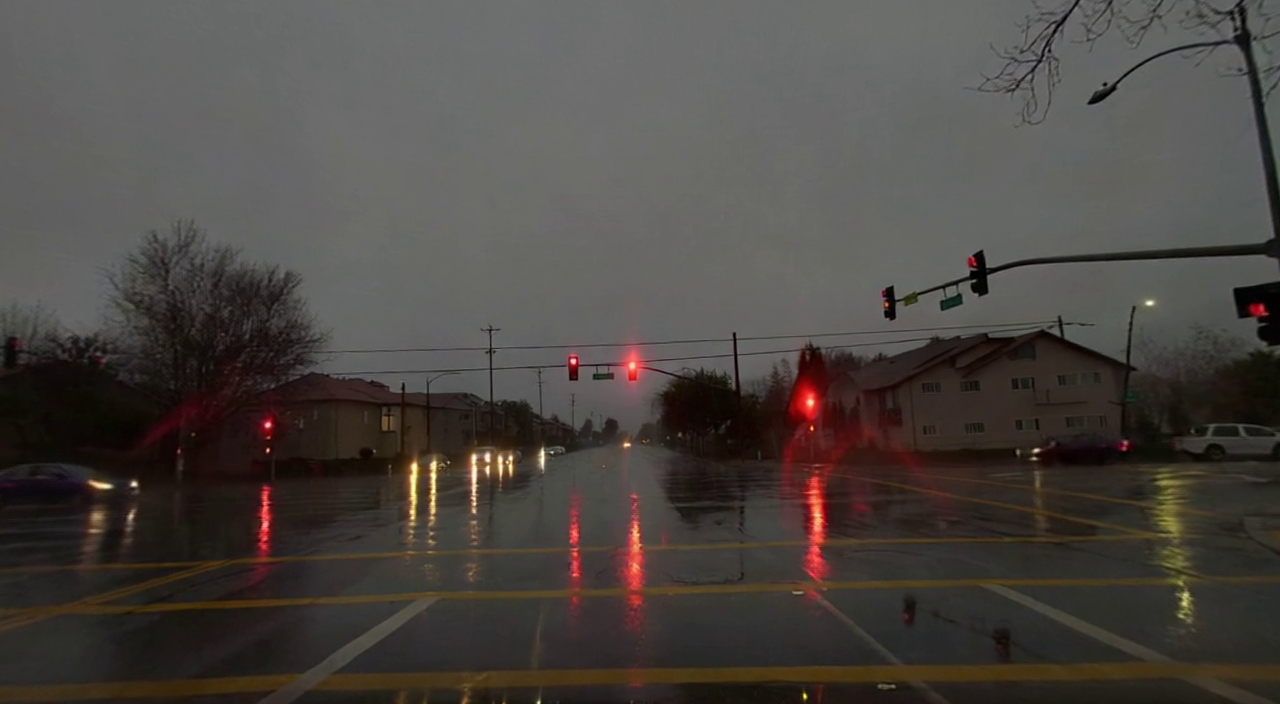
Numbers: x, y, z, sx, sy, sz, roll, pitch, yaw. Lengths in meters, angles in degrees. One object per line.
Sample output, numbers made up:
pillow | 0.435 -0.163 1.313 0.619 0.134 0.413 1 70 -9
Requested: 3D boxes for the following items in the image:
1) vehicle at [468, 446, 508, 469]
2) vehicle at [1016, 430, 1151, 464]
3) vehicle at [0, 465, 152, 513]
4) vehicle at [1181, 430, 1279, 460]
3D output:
vehicle | -10.718 7.459 44.754 1.881 1.509 3.377 0 -9 1
vehicle | 21.241 4.579 30.472 4.873 1.539 1.932 -2 -9 12
vehicle | -19.812 4.604 21.429 4.823 1.449 2.017 -1 -9 1
vehicle | 31.320 4.884 33.023 4.318 1.488 1.870 0 -9 -1
